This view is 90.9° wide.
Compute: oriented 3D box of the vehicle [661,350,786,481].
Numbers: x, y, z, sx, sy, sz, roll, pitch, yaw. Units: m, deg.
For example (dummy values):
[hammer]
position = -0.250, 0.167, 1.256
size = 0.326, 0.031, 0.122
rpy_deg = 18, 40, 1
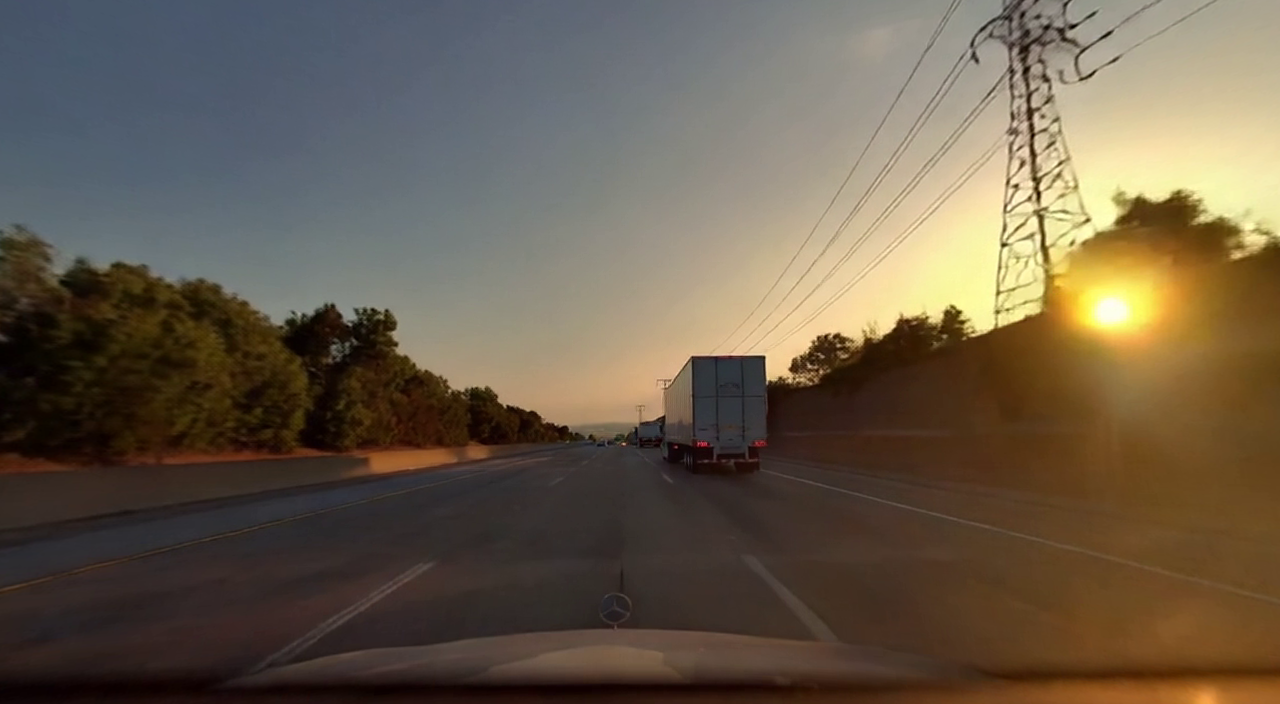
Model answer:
[vehicle]
position = 2.826, 2.909, 26.738
size = 2.905, 4.080, 14.157
rpy_deg = 0, -8, -2
